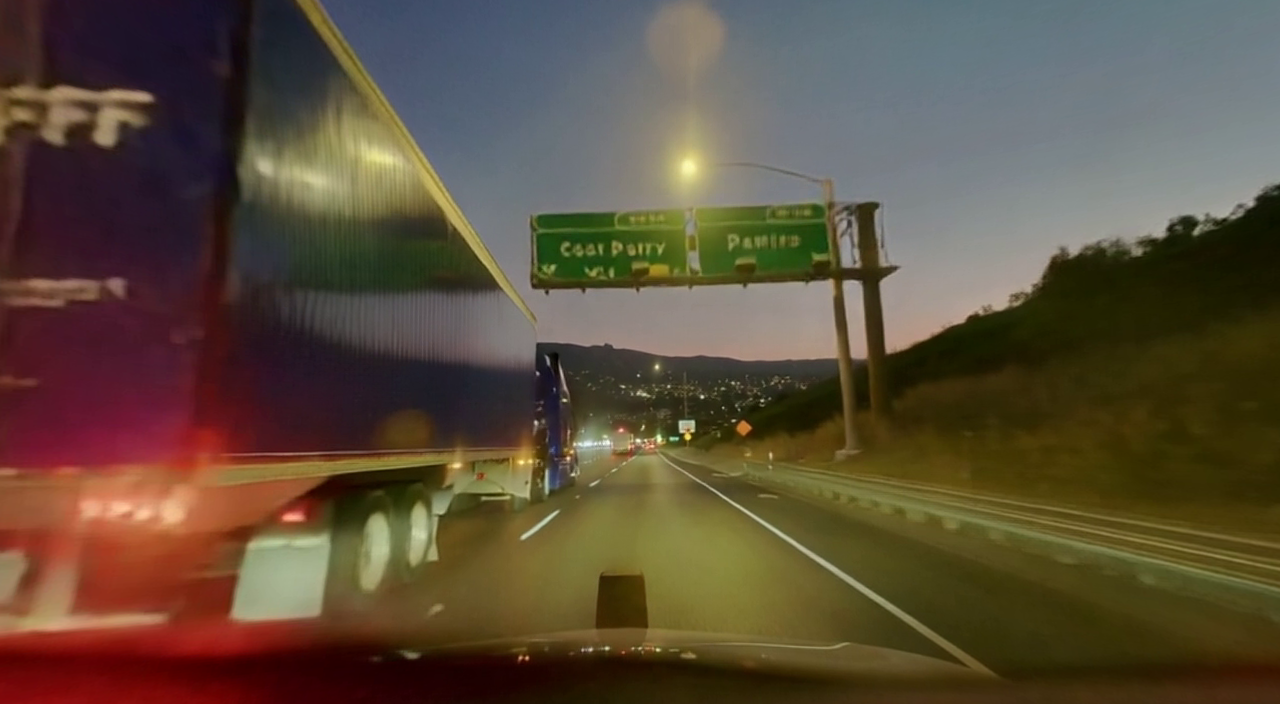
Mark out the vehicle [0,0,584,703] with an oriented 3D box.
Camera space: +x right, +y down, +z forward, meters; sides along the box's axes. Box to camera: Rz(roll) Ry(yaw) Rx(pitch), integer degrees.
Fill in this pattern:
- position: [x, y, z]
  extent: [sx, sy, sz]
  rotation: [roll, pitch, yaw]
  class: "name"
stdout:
- position: [-3.249, 0.688, 10.260]
  extent: [3.202, 4.352, 16.251]
  rotation: [0, -8, 0]
  class: "vehicle"
